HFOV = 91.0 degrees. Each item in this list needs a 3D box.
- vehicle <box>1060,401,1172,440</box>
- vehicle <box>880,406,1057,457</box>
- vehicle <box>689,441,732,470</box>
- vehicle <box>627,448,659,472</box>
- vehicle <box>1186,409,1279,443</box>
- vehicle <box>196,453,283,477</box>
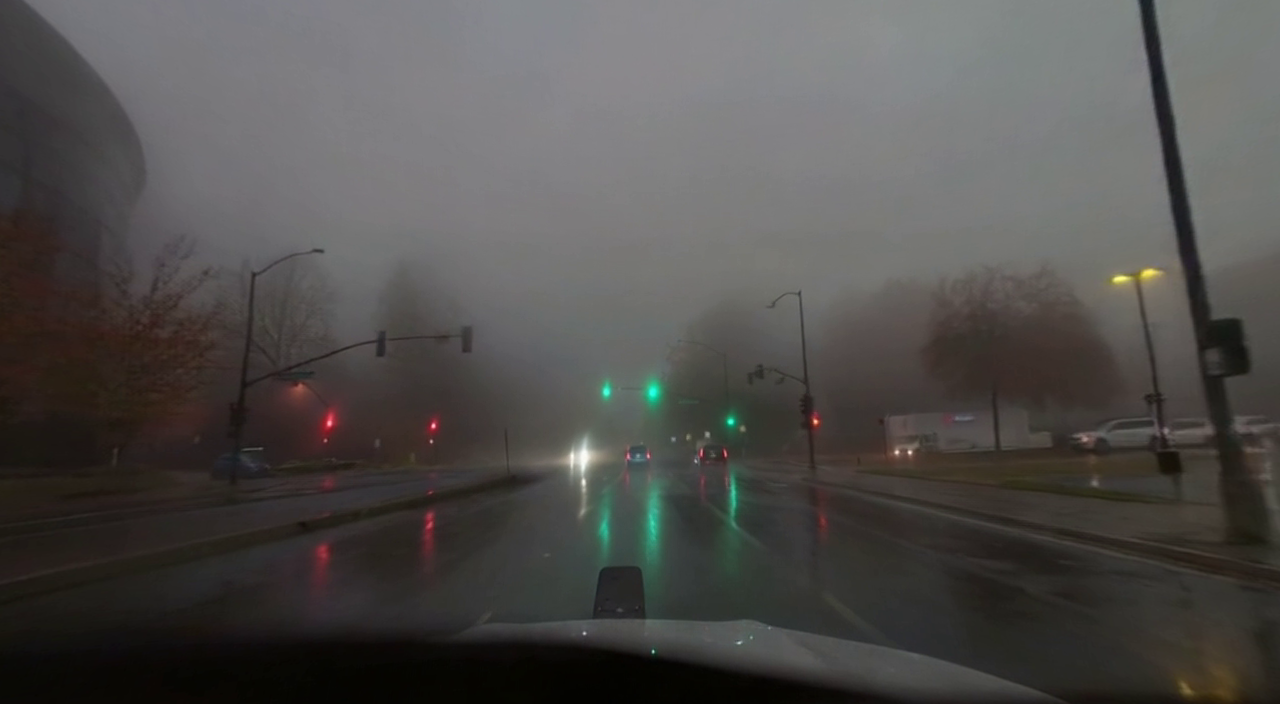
[{"bbox_3d":[23.421,3.466,31.268,1.887,1.635,4.695,1,-9,0],"label":"vehicle"},{"bbox_3d":[23.647,5.858,45.944,10.893,3.534,3.195,0,-9,5],"label":"vehicle"},{"bbox_3d":[4.525,6.757,41.230,2.174,1.749,4.739,0,-9,-2],"label":"vehicle"},{"bbox_3d":[0.186,7.126,41.698,2.014,1.525,4.197,0,-9,-1],"label":"vehicle"},{"bbox_3d":[30.427,3.784,31.838,1.729,1.507,4.279,-1,-9,1],"label":"vehicle"},{"bbox_3d":[-26.793,7.540,42.184,4.500,1.555,1.913,0,-9,3],"label":"vehicle"}]
